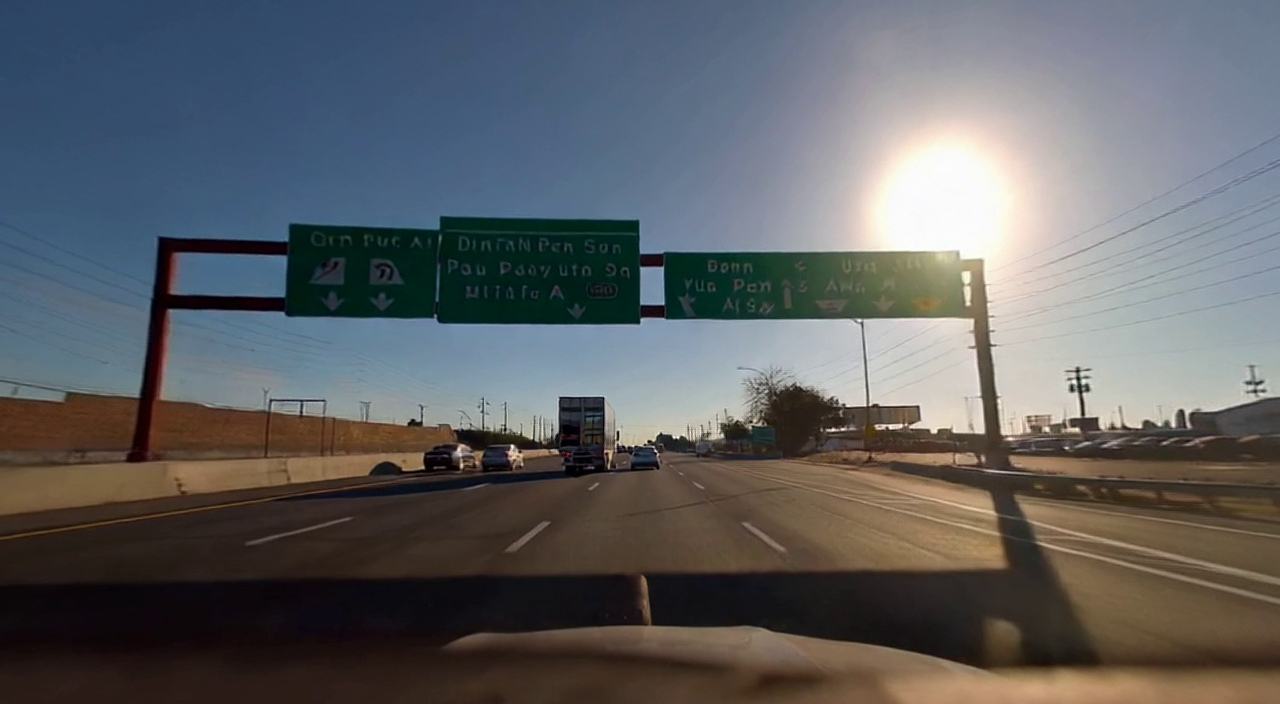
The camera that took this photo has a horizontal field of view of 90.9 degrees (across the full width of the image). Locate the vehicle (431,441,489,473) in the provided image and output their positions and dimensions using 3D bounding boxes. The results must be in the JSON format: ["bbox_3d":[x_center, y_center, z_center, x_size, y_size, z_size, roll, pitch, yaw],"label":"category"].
[{"bbox_3d":[-10.220,5.960,36.136,1.997,1.692,4.294,0,-8,1],"label":"vehicle"}]

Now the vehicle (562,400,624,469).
[{"bbox_3d":[-3.161,6.355,47.757,2.888,4.308,16.259,0,-8,2],"label":"vehicle"}]

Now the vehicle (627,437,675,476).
[{"bbox_3d":[0.536,5.331,32.458,2.279,1.837,4.747,0,-8,1],"label":"vehicle"}]

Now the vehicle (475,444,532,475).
[{"bbox_3d":[-7.037,5.565,32.908,1.945,1.482,4.109,0,-8,2],"label":"vehicle"}]
